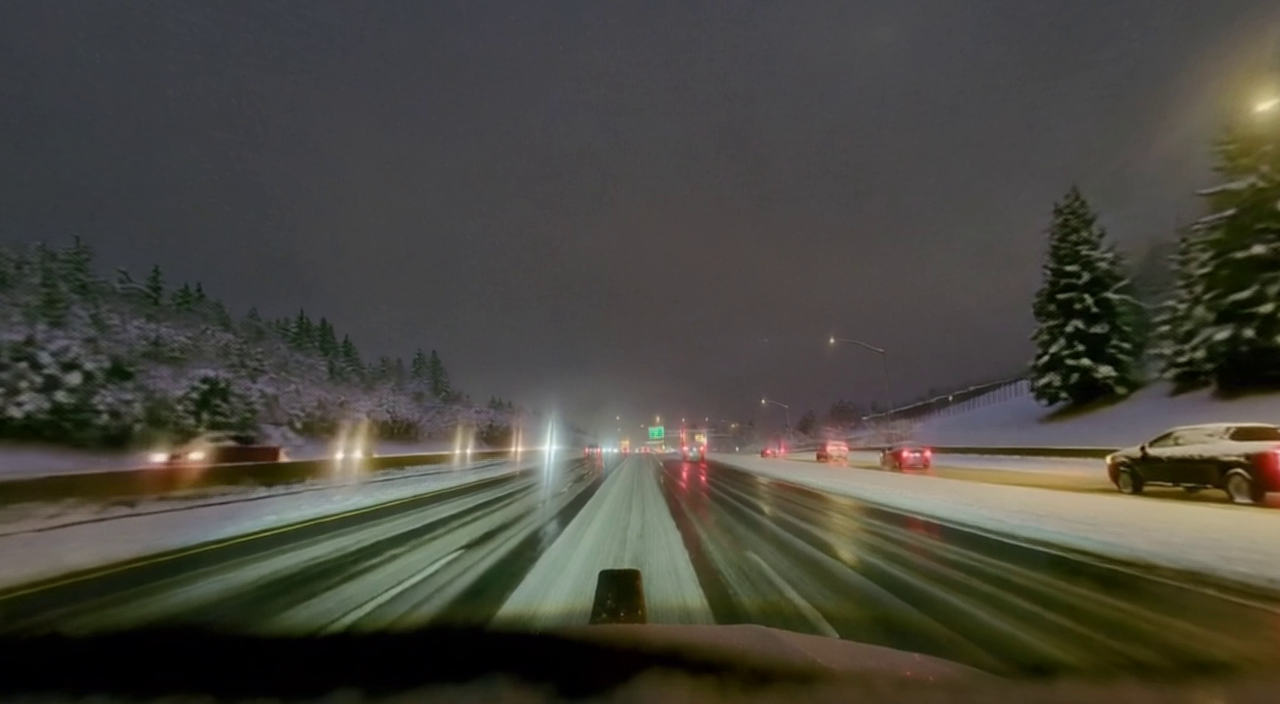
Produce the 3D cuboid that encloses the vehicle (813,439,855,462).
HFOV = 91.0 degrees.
[{"bbox_3d":[15.223,7.795,49.699,2.020,1.707,4.424,0,-9,2],"label":"vehicle"}]

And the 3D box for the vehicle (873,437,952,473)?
[{"bbox_3d":[14.264,5.407,33.291,2.116,1.754,4.727,0,-9,1],"label":"vehicle"}]

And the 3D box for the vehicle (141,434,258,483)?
[{"bbox_3d":[-21.719,5.266,31.392,2.114,2.191,5.068,0,-9,0],"label":"vehicle"}]

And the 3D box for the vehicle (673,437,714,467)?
[{"bbox_3d":[3.371,6.421,40.561,2.147,1.794,4.538,0,-9,0],"label":"vehicle"}]

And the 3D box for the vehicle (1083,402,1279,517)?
[{"bbox_3d":[13.441,2.385,14.152,2.442,2.140,6.462,0,-9,2],"label":"vehicle"}]
